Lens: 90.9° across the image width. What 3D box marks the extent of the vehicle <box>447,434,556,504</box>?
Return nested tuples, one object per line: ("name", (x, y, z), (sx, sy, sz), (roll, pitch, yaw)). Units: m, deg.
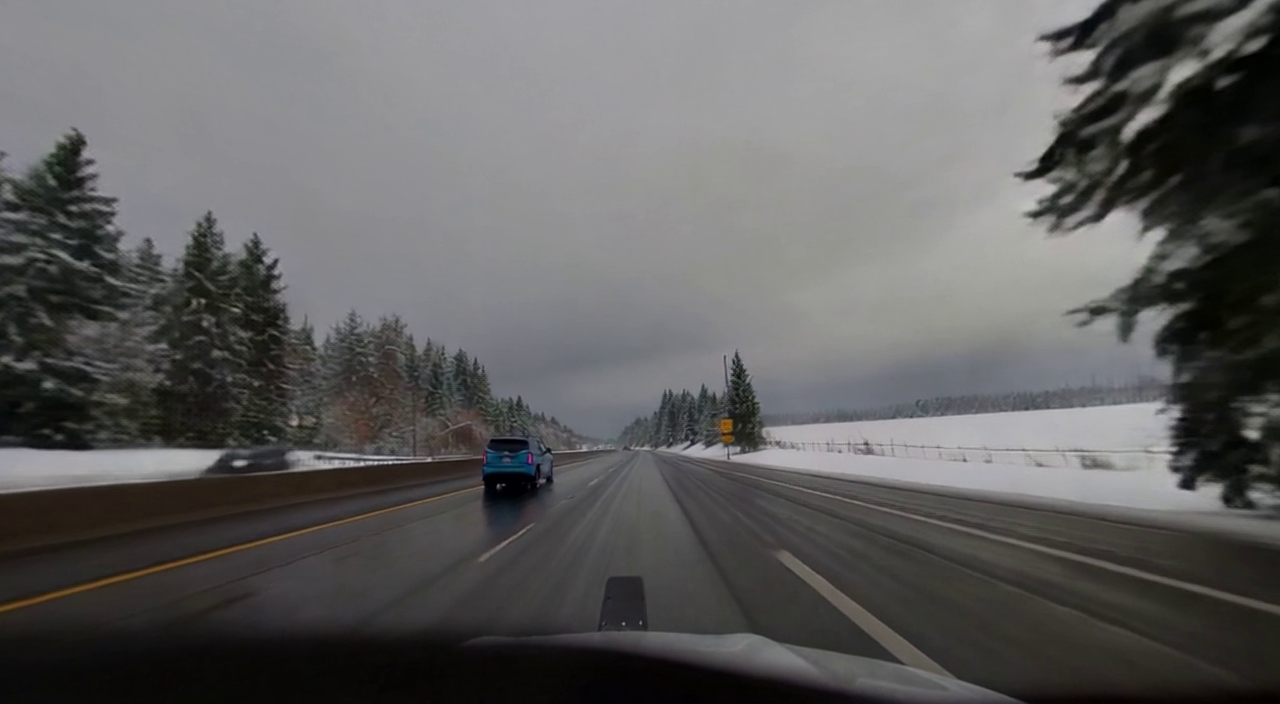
("vehicle", (-3.848, 3.332, 18.428), (2.084, 1.752, 4.479), (-1, -9, 1))
